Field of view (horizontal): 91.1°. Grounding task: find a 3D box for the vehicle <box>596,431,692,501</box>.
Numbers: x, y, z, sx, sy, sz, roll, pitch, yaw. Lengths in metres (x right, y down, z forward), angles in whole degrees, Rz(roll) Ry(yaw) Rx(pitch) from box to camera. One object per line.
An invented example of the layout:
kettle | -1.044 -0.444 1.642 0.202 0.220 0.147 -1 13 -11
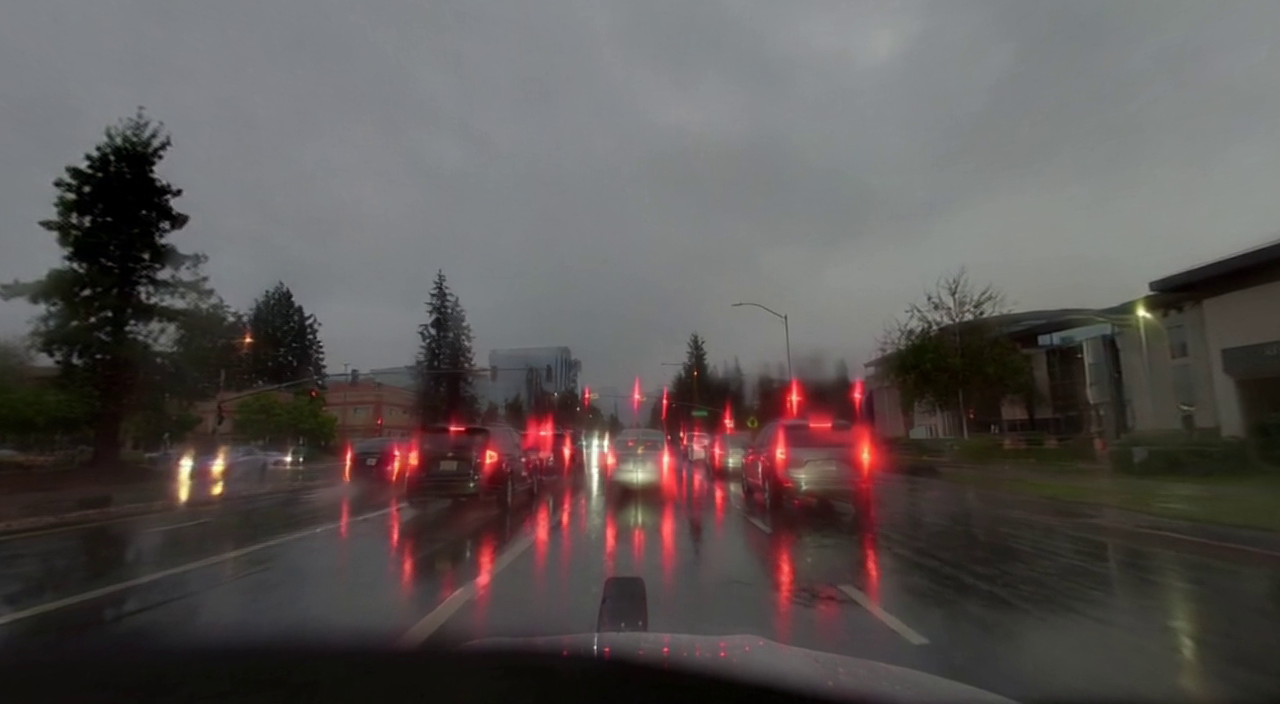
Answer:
vehicle | 0.068 2.694 15.213 2.021 1.461 3.862 0 -8 -1

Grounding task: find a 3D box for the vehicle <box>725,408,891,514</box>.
vehicle | 3.276 2.265 13.454 2.141 1.833 4.704 0 -8 -2

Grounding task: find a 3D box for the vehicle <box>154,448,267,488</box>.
vehicle | -21.526 5.782 31.855 2.219 1.786 5.705 1 -8 -6

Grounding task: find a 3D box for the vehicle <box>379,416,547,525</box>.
vehicle | -3.117 2.183 12.084 1.912 1.703 4.261 0 -8 1

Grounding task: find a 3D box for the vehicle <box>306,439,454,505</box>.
vehicle | -6.533 3.036 16.435 1.926 1.465 4.620 0 -8 0
